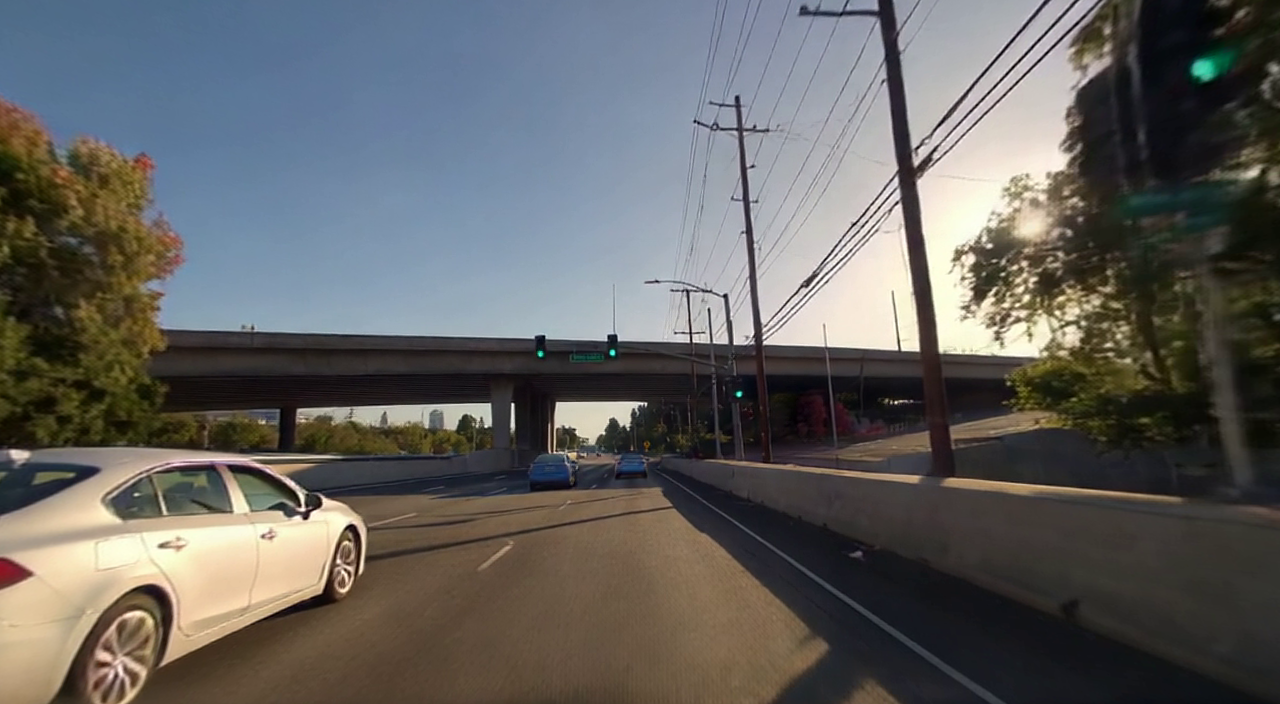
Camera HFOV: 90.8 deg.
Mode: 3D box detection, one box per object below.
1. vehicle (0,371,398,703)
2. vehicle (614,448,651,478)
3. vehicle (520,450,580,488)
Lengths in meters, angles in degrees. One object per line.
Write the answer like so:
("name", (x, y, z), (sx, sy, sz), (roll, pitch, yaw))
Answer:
("vehicle", (-3.504, 1.200, 4.402), (1.925, 1.666, 4.271), (0, -8, 0))
("vehicle", (-0.443, 6.328, 36.221), (1.985, 1.565, 3.968), (0, -8, -1))
("vehicle", (-3.778, 4.976, 27.167), (1.946, 1.437, 4.154), (0, -8, 0))
